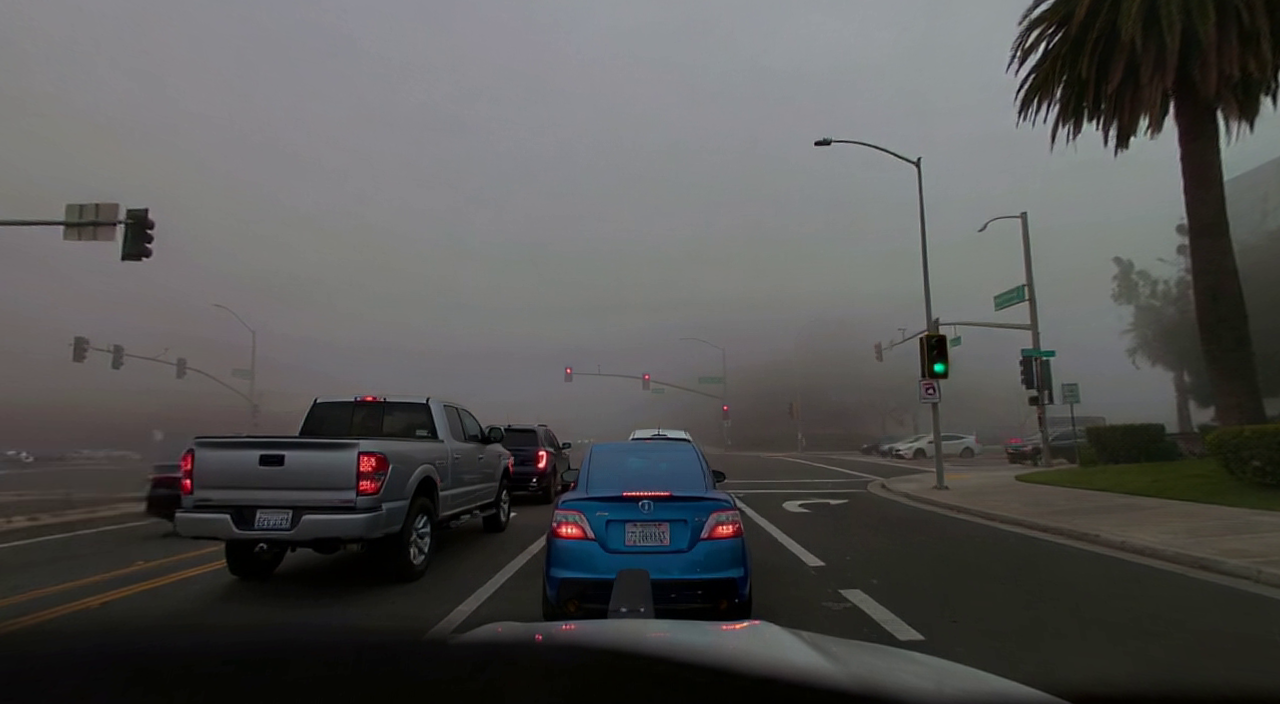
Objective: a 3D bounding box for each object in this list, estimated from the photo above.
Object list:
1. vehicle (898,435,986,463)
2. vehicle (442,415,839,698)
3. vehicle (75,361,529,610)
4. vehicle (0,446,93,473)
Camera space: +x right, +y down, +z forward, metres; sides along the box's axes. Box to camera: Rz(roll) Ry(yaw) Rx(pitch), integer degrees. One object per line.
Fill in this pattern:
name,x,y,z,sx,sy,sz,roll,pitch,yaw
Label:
vehicle,18.839,6.080,39.298,4.466,1.717,1.963,0,-8,2
vehicle,0.032,1.405,5.512,2.122,1.501,4.152,0,-8,1
vehicle,-3.227,1.474,7.907,2.330,1.969,5.626,-1,-8,3
vehicle,-37.097,6.633,38.869,4.576,1.617,1.937,0,-8,2
